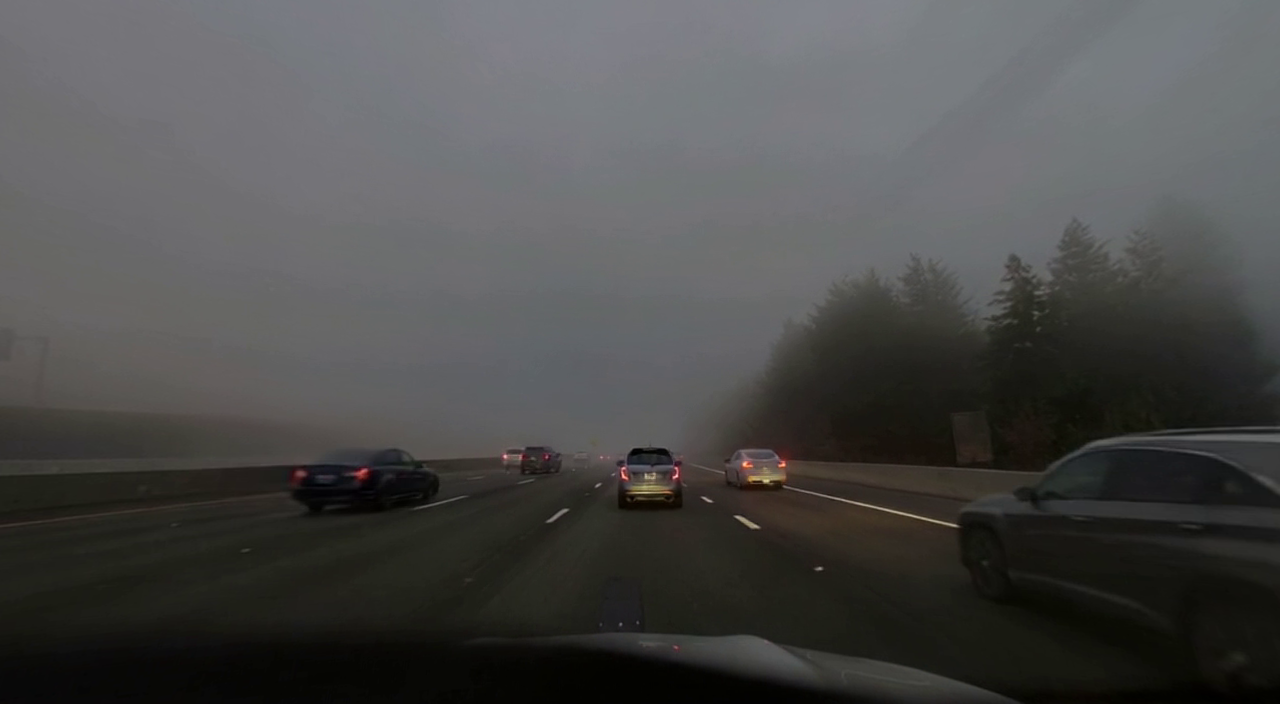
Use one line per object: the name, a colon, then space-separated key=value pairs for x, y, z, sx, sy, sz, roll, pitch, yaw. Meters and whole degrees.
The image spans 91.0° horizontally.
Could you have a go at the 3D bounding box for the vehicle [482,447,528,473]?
vehicle: x=-9.924 y=7.977 z=46.780 sx=2.213 sy=1.824 sz=4.990 roll=0 pitch=-9 yaw=1

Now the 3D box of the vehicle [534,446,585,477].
vehicle: x=-4.792 y=6.599 z=38.244 sx=2.182 sy=1.743 sz=5.144 roll=-1 pitch=-9 yaw=3

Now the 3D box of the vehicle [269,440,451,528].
vehicle: x=-5.782 y=2.750 z=13.707 sx=2.014 sy=1.587 sz=4.265 roll=0 pitch=-9 yaw=-1

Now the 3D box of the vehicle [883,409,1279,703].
vehicle: x=3.573 y=1.294 z=4.549 sx=2.044 sy=1.523 sz=3.947 roll=0 pitch=-9 yaw=0

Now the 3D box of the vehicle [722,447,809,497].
vehicle: x=4.210 y=4.086 z=21.914 sx=2.002 sy=1.499 sz=4.710 roll=0 pitch=-9 yaw=-1

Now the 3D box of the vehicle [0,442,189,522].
vehicle: x=-13.965 y=3.113 z=15.664 sx=2.094 sy=1.662 sz=4.486 roll=0 pitch=-9 yaw=1

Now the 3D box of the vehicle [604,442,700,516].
vehicle: x=0.255 y=3.004 z=15.372 sx=2.044 sy=1.554 sz=3.824 roll=0 pitch=-9 yaw=0
